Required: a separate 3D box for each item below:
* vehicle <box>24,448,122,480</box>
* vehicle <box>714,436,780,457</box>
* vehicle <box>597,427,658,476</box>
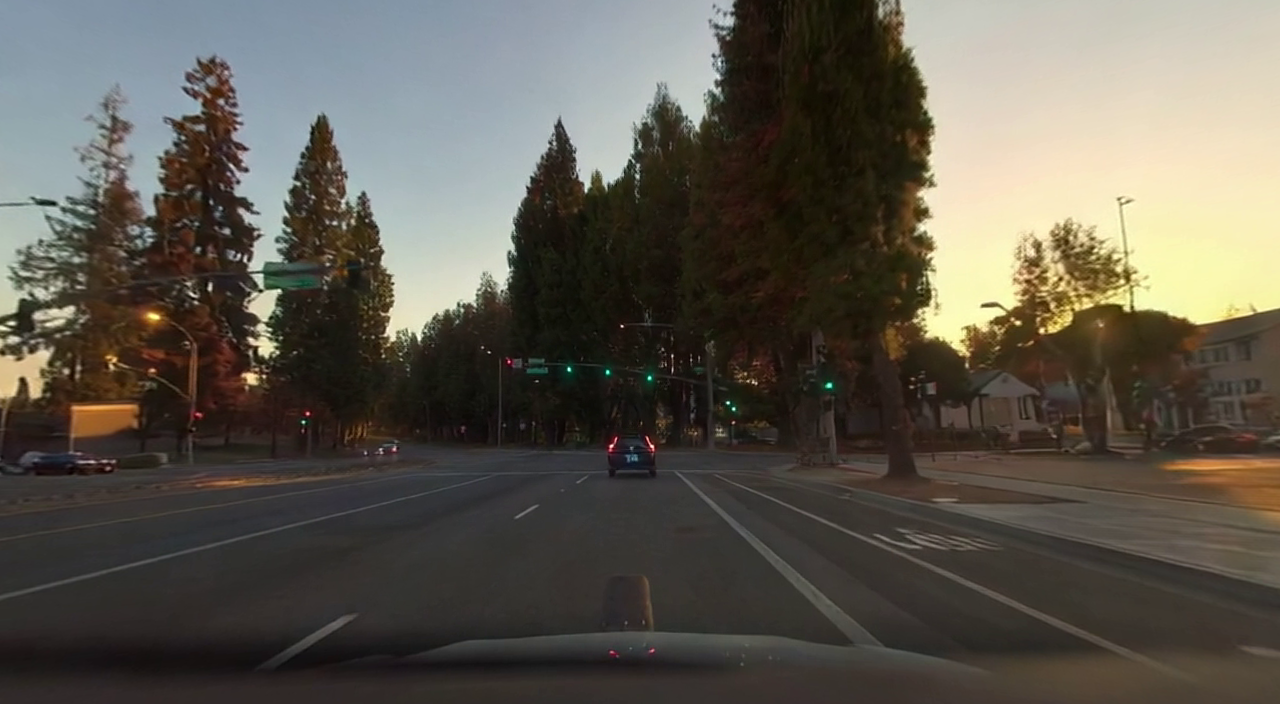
[{"bbox_3d":[-29.100,5.711,32.352,4.504,1.524,2.226,-5,-10,28],"label":"vehicle"},{"bbox_3d":[8.028,7.090,47.432,4.465,1.506,2.028,-4,-9,24],"label":"vehicle"},{"bbox_3d":[-0.464,3.869,24.656,2.169,1.751,4.276,0,-8,-1],"label":"vehicle"}]
